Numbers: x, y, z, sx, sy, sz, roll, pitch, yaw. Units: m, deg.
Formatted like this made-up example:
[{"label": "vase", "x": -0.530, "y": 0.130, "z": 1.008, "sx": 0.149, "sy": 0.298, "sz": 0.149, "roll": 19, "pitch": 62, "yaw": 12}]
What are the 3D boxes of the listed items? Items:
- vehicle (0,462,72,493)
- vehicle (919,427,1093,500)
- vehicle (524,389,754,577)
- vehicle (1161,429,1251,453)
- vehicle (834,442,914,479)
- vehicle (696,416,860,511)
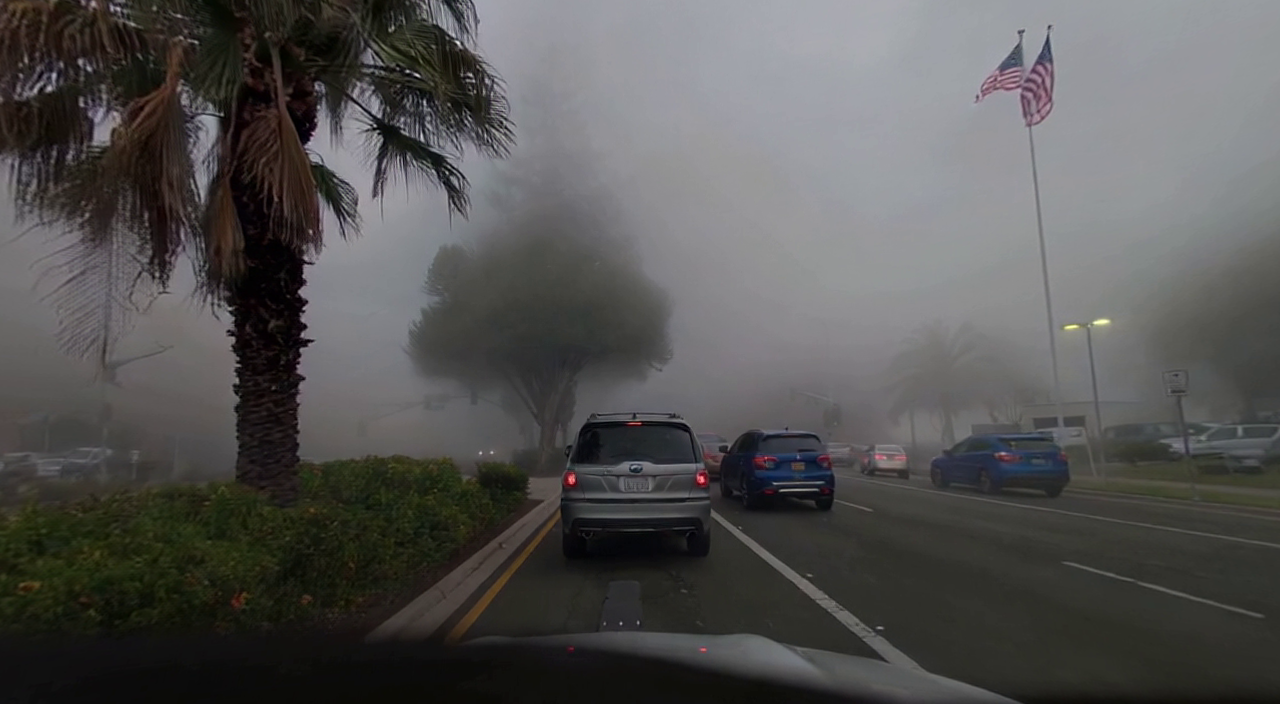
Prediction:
[{"label": "vehicle", "x": -45.644, "y": 9.091, "z": 45.752, "sx": 6.410, "sy": 2.078, "sz": 2.584, "roll": 0, "pitch": -9, "yaw": 0}, {"label": "vehicle", "x": 10.076, "y": 3.111, "z": 17.952, "sx": 2.155, "sy": 1.779, "sz": 4.582, "roll": 0, "pitch": -9, "yaw": 0}, {"label": "vehicle", "x": -0.117, "y": 1.704, "z": 8.965, "sx": 2.402, "sy": 1.938, "sz": 4.535, "roll": 0, "pitch": -9, "yaw": -3}, {"label": "vehicle", "x": 36.421, "y": 5.763, "z": 40.835, "sx": 1.839, "sy": 1.455, "sz": 4.395, "roll": 0, "pitch": -9, "yaw": 2}, {"label": "vehicle", "x": 10.162, "y": 4.736, "z": 27.794, "sx": 1.855, "sy": 1.495, "sz": 4.143, "roll": 0, "pitch": -9, "yaw": -1}, {"label": "vehicle", "x": 3.245, "y": 2.858, "z": 16.754, "sx": 2.773, "sy": 2.021, "sz": 6.212, "roll": 0, "pitch": -9, "yaw": -2}]
